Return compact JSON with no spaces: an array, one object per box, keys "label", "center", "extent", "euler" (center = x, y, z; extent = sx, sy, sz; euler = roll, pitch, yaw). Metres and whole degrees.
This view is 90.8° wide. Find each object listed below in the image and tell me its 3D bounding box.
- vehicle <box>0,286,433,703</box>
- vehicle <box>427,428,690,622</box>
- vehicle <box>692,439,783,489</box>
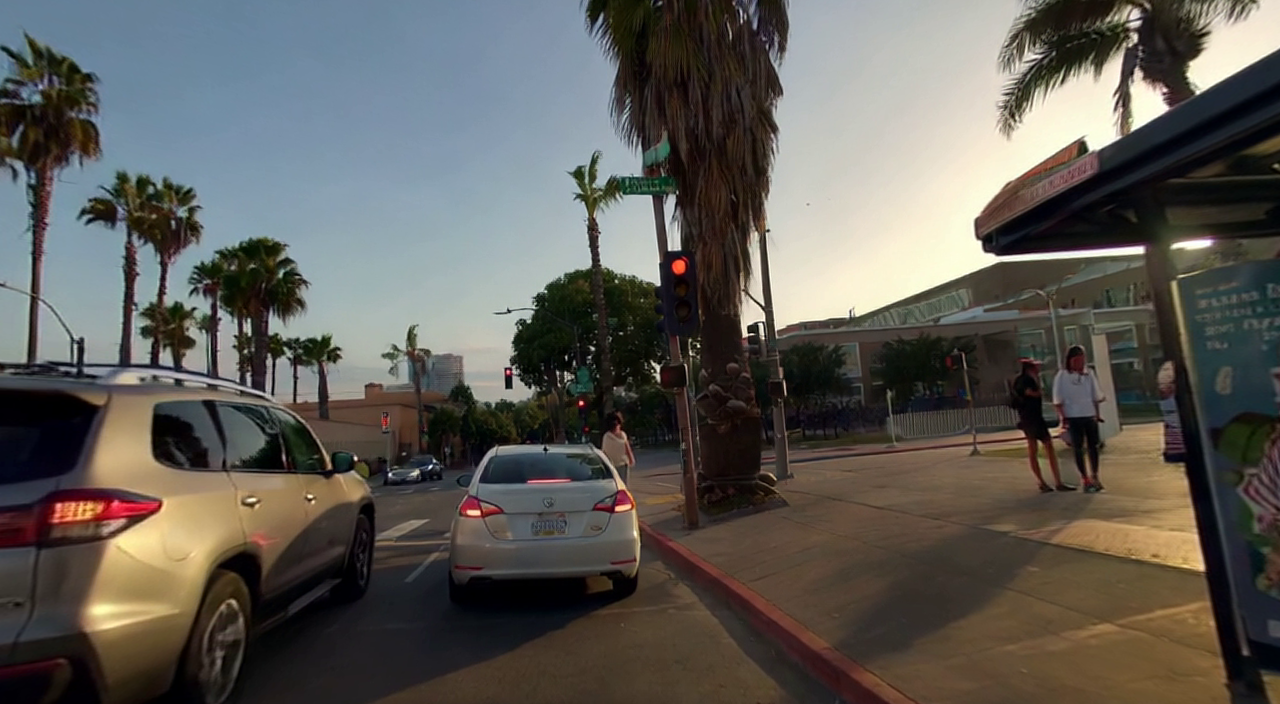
[{"label":"vehicle","center":[-2.873,1.039,3.987],"extent":[2.098,1.851,4.571],"euler":[1,-9,-7]},{"label":"vehicle","center":[-0.983,1.675,7.186],"extent":[2.065,1.467,4.289],"euler":[1,-9,-10]},{"label":"vehicle","center":[4.928,5.671,32.168],"extent":[3.987,1.636,1.903],"euler":[9,3,-10]}]
